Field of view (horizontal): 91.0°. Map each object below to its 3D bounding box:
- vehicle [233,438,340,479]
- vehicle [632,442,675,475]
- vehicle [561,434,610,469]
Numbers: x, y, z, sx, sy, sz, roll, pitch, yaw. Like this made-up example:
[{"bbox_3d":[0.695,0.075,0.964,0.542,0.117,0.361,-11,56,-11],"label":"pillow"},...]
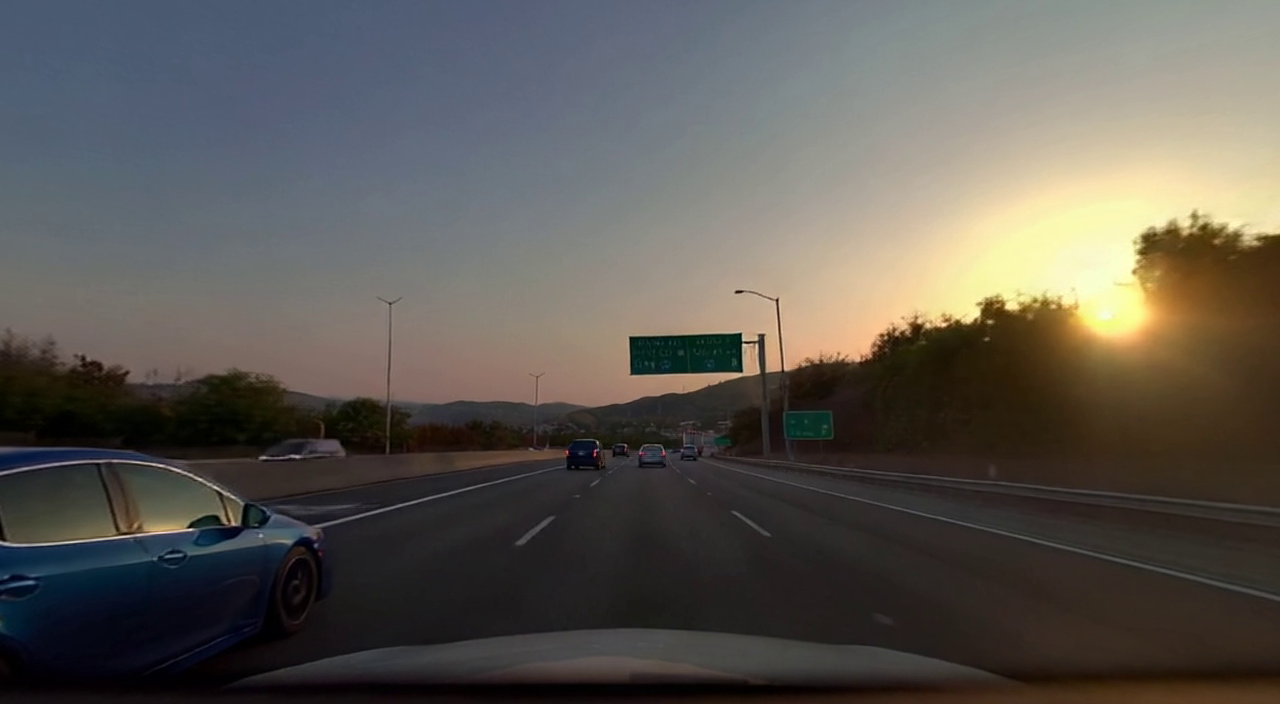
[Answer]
[{"bbox_3d":[-17.208,5.218,31.052,2.111,1.802,5.196,0,-9,2],"label":"vehicle"},{"bbox_3d":[0.704,5.518,32.794,2.086,1.548,4.325,0,-9,1],"label":"vehicle"},{"bbox_3d":[-3.082,5.751,36.541,2.264,1.901,4.647,0,-9,2],"label":"vehicle"}]
